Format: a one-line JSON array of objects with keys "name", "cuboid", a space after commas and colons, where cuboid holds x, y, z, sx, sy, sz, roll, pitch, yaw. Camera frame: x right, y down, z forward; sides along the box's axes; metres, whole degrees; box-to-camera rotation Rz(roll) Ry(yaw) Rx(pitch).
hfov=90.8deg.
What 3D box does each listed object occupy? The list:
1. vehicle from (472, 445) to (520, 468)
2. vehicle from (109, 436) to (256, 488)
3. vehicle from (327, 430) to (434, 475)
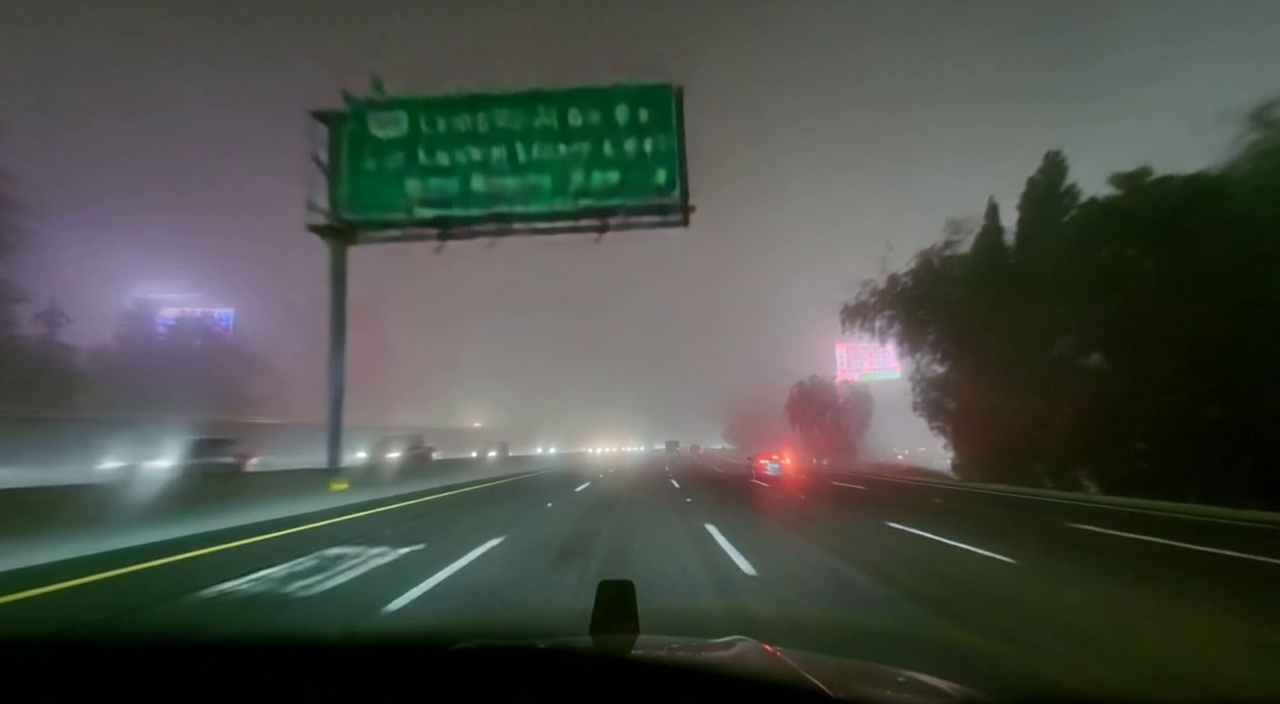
[{"name": "vehicle", "cuboid": [-10.026, 7.304, 44.470, 1.958, 1.477, 4.713, -1, -8, 4]}, {"name": "vehicle", "cuboid": [-15.664, 3.776, 21.985, 1.867, 1.588, 4.237, 0, -8, 1]}, {"name": "vehicle", "cuboid": [-12.286, 4.844, 30.530, 2.513, 1.935, 5.871, -1, -8, 2]}]
